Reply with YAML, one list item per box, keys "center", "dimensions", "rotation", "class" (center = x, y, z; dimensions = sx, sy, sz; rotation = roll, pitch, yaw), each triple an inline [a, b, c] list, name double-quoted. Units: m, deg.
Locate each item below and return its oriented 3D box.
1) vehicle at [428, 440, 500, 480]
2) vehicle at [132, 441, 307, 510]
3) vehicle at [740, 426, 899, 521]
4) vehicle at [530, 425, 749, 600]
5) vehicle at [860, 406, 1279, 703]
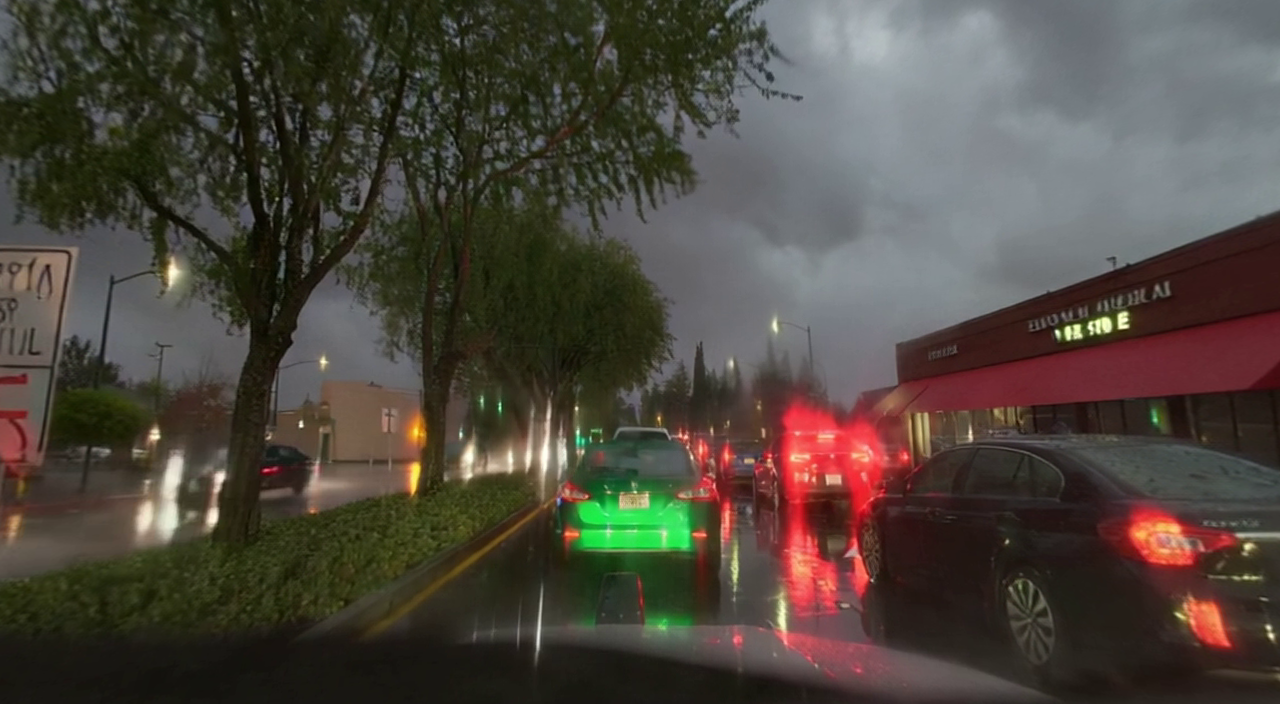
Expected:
- center: [-8.068, 4.994, 29.389]
  dimensions: [2.079, 1.695, 4.374]
  rotation: [0, -9, 0]
  class: "vehicle"
- center: [-12.004, 3.517, 18.509]
  dimensions: [2.004, 1.732, 4.530]
  rotation: [0, -9, 0]
  class: "vehicle"
- center: [3.534, 2.483, 13.420]
  dimensions: [2.025, 1.660, 4.263]
  rotation: [0, -9, -1]
  class: "vehicle"
- center: [-0.019, 1.660, 7.306]
  dimensions: [1.887, 1.487, 3.535]
  rotation: [0, -9, 0]
  class: "vehicle"
- center: [3.311, 1.257, 4.482]
  dimensions: [1.988, 1.480, 4.195]
  rotation: [0, -9, 0]
  class: "vehicle"
